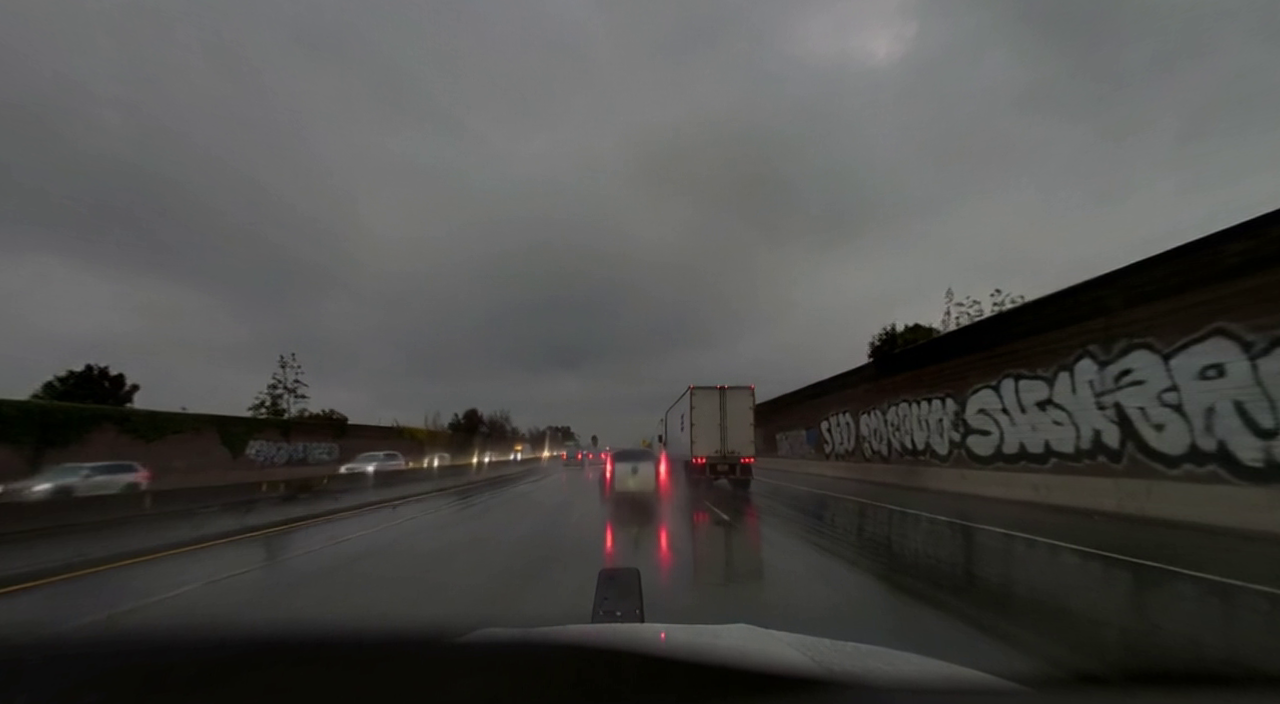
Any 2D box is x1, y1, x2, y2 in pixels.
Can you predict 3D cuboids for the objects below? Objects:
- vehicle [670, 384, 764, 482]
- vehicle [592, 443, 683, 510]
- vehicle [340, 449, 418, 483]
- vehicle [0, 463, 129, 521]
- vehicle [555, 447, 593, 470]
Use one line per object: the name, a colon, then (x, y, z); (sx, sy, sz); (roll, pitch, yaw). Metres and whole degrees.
vehicle: (3.544, 4.437, 33.365); (2.902, 4.014, 14.446); (0, -9, -1)
vehicle: (-0.096, 3.111, 16.248); (2.033, 1.468, 4.015); (0, -9, -1)
vehicle: (-12.656, 5.532, 30.860); (1.927, 1.477, 4.508); (0, -9, 0)
vehicle: (-18.043, 4.124, 18.809); (1.738, 1.426, 4.342); (-1, -9, 2)
vehicle: (-4.395, 7.196, 42.713); (2.067, 1.481, 4.085); (-1, -9, 1)
